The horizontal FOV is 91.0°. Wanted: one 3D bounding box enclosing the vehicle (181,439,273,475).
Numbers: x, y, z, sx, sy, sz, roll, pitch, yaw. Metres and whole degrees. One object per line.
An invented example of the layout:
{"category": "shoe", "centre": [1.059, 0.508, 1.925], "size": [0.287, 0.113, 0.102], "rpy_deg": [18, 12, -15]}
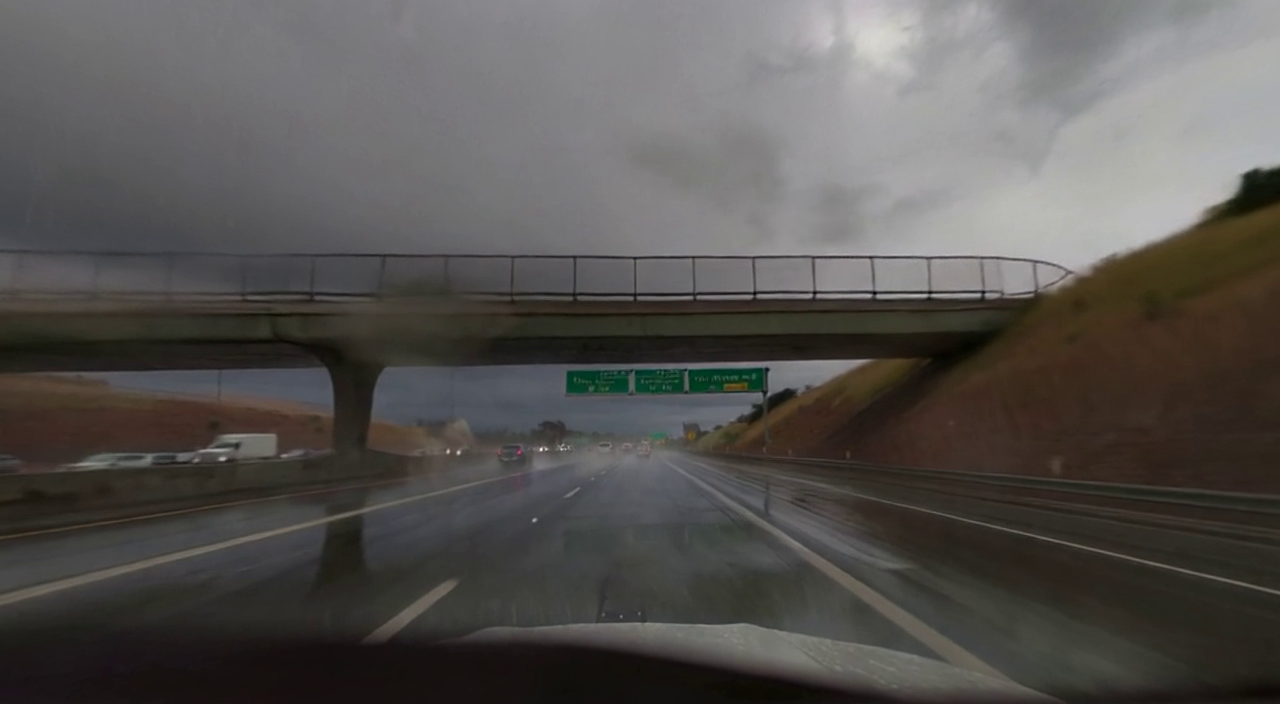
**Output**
{"category": "vehicle", "centre": [-27.372, 6.952, 42.034], "size": [2.291, 2.219, 5.672], "rpy_deg": [0, -9, 0]}

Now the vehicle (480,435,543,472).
{"category": "vehicle", "centre": [-7.326, 5.862, 36.612], "size": [2.341, 1.959, 5.684], "rpy_deg": [0, -9, 1]}

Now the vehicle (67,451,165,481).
{"category": "vehicle", "centre": [-30.898, 6.716, 37.319], "size": [1.858, 1.648, 4.522], "rpy_deg": [0, -9, 0]}
